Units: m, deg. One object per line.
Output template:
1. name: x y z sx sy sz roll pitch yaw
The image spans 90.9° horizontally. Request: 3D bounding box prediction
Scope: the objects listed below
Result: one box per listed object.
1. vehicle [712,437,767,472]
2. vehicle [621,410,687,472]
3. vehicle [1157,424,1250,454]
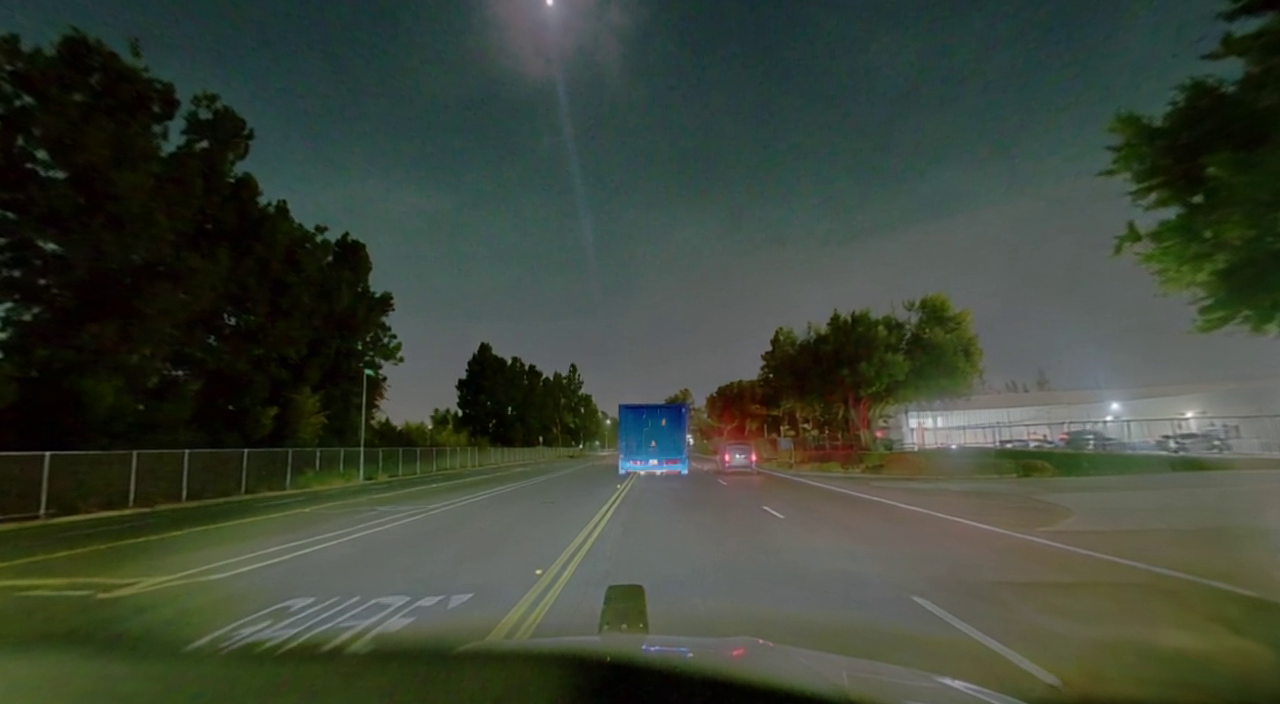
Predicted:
1. vehicle: 5.114 5.329 32.964 2.151 1.662 4.543 0 -8 1
2. vehicle: 0.727 4.839 34.201 3.197 2.963 7.055 0 -8 1
3. vehicle: 37.485 5.866 42.162 2.389 1.806 5.792 -3 -9 18
